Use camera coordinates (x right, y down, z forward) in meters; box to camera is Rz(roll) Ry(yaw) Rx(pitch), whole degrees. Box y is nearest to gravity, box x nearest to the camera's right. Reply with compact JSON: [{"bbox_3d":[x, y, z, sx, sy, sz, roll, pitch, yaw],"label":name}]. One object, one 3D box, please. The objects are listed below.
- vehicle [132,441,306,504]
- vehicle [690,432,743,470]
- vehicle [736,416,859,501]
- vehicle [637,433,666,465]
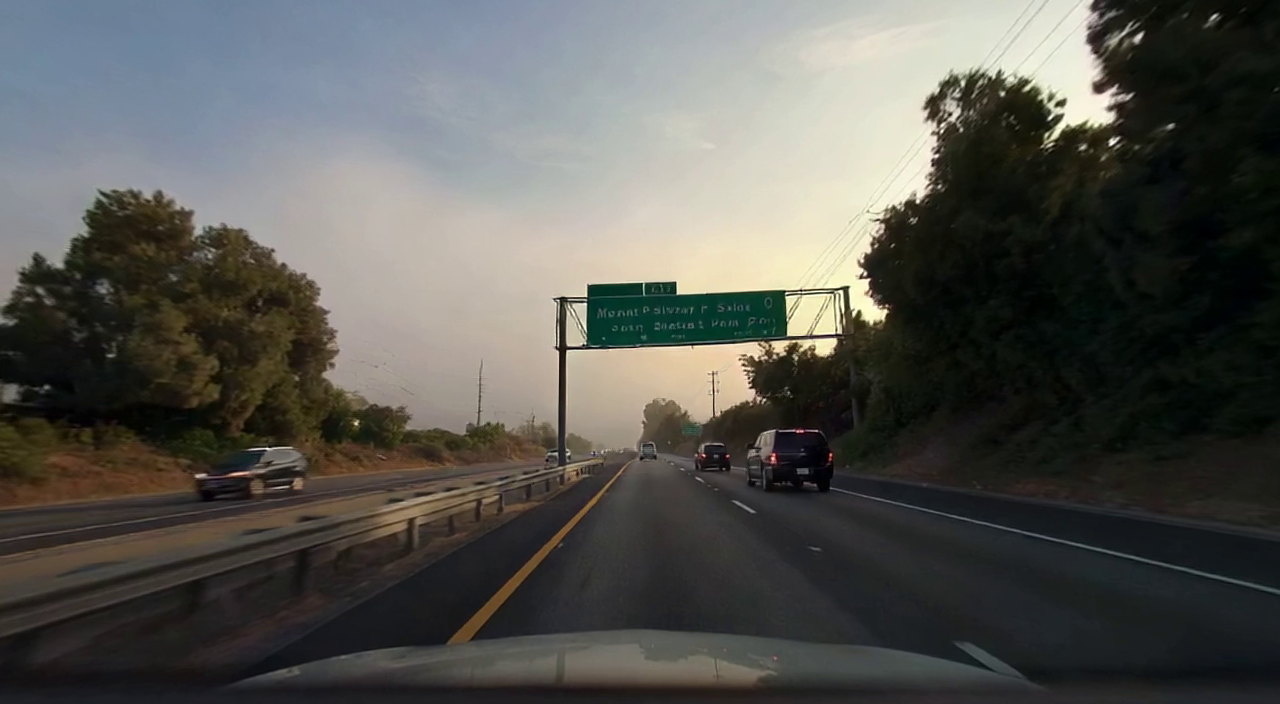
[{"bbox_3d":[-15.107,4.315,23.251,2.154,1.969,6.037,-1,-9,1],"label":"vehicle"},{"bbox_3d":[4.642,6.115,39.277,2.594,2.155,5.670,0,-8,0],"label":"vehicle"},{"bbox_3d":[4.265,3.001,18.122,2.145,2.069,5.057,0,-8,-1],"label":"vehicle"},{"bbox_3d":[0.815,7.320,47.703,2.099,2.260,4.899,0,-9,-1],"label":"vehicle"}]
